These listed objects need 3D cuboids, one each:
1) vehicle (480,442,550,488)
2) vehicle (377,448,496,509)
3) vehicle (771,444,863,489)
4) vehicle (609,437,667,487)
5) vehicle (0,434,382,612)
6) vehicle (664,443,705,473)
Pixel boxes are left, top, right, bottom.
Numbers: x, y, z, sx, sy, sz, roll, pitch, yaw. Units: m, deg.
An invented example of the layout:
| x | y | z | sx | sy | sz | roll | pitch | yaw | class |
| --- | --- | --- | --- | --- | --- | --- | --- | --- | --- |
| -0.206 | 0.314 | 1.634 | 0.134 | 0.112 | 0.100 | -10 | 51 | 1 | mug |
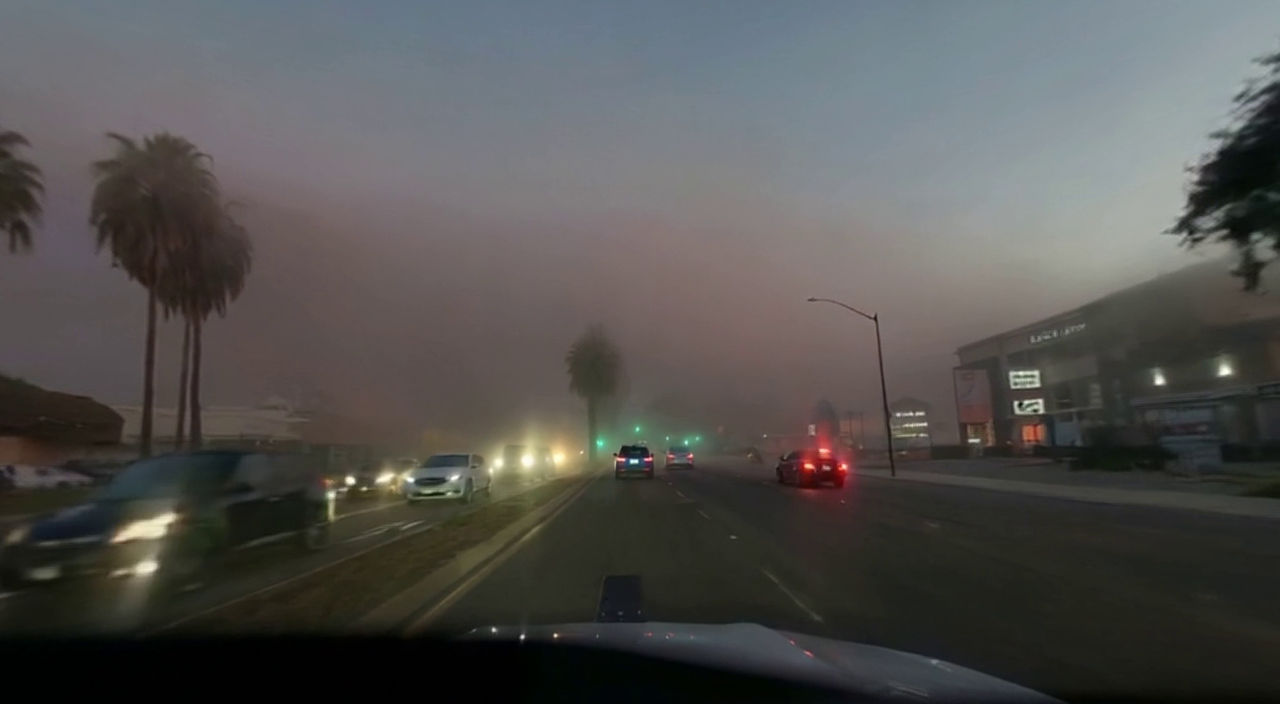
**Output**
| x | y | z | sx | sy | sz | roll | pitch | yaw | class |
| --- | --- | --- | --- | --- | --- | --- | --- | --- | --- |
| -5.247 | 4.780 | 27.192 | 2.160 | 1.769 | 4.494 | 0 | -8 | -1 | vehicle |
| -5.656 | 3.538 | 18.233 | 2.017 | 1.463 | 4.384 | -2 | -8 | 0 | vehicle |
| 6.275 | 4.093 | 22.938 | 1.944 | 1.447 | 4.309 | 0 | -8 | -2 | vehicle |
| -0.122 | 4.360 | 25.373 | 2.151 | 1.787 | 4.109 | 0 | -8 | -1 | vehicle |
| -5.082 | 1.828 | 7.713 | 2.036 | 1.541 | 4.107 | -1 | -8 | 1 | vehicle |
| 2.663 | 6.474 | 39.006 | 2.112 | 1.710 | 4.234 | 0 | -8 | -1 | vehicle |
